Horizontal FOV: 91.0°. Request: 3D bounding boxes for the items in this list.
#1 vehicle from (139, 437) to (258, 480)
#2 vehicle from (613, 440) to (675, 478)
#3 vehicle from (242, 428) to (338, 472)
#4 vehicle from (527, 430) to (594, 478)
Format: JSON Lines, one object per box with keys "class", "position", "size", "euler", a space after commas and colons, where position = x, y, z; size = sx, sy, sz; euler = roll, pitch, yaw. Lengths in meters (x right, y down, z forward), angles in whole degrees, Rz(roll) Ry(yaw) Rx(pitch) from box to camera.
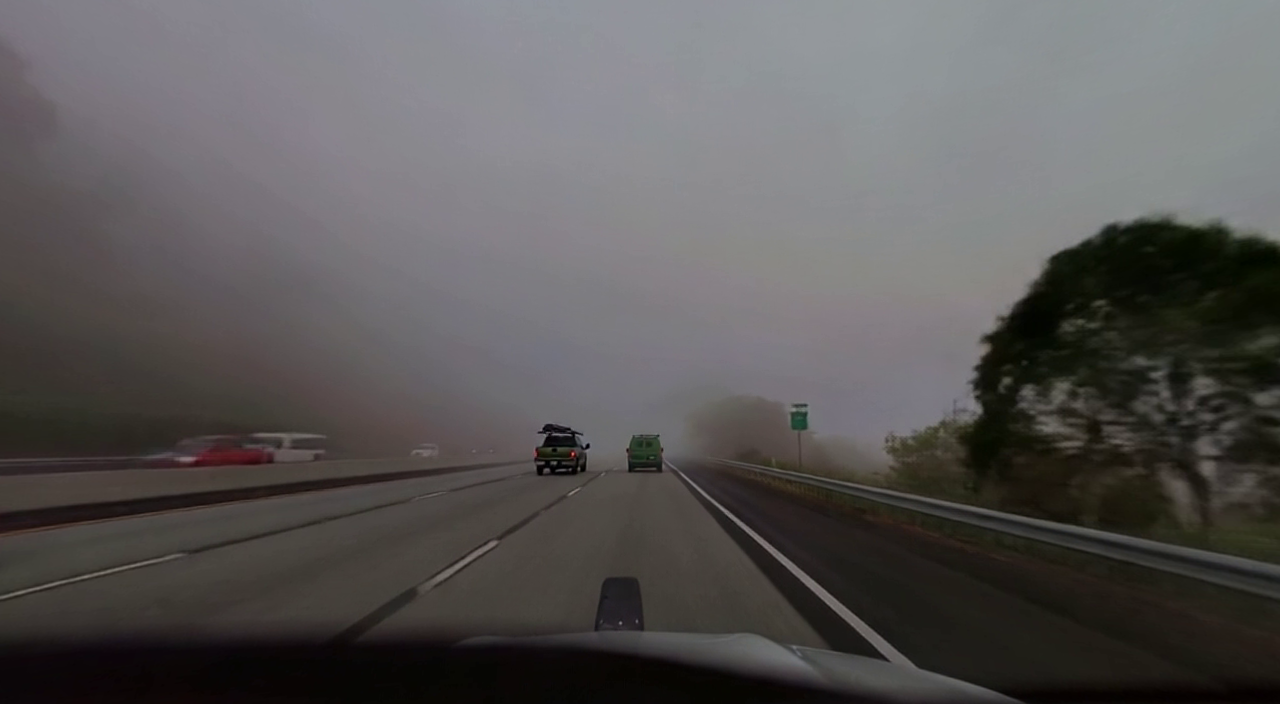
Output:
{"class": "vehicle", "position": [-20.601, 4.980, 29.714], "size": [2.045, 1.818, 4.751], "euler": [0, -9, 1]}
{"class": "vehicle", "position": [0.243, 5.095, 30.373], "size": [2.715, 1.669, 5.163], "euler": [0, -9, 2]}
{"class": "vehicle", "position": [-24.349, 6.856, 44.221], "size": [2.554, 2.802, 6.956], "euler": [-1, -9, 1]}
{"class": "vehicle", "position": [-3.442, 4.568, 28.306], "size": [2.250, 1.947, 4.860], "euler": [0, -9, 2]}
